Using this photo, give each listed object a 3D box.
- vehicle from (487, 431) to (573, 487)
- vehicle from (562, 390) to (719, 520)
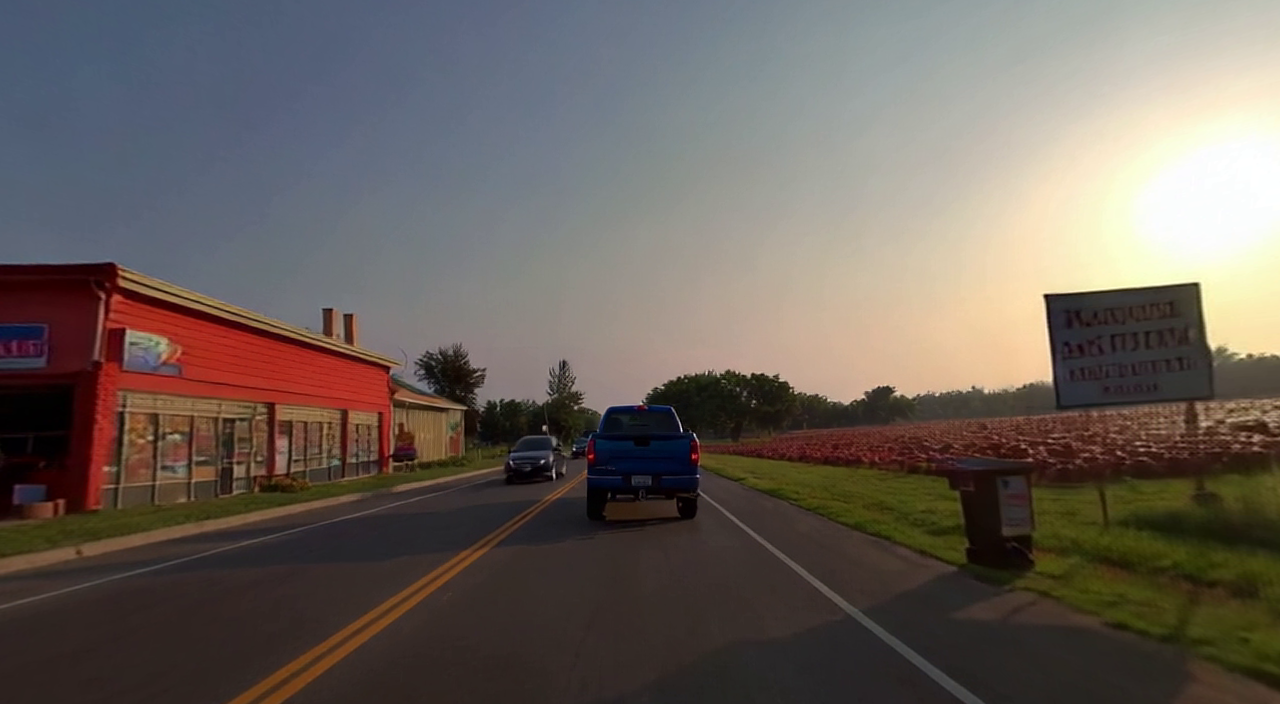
[{"bbox_3d":[-3.932,3.923,23.452,2.341,1.726,4.579,-3,-8,0],"label":"vehicle"},{"bbox_3d":[-0.064,2.206,13.883,2.693,2.223,5.885,0,-8,-2],"label":"vehicle"}]
